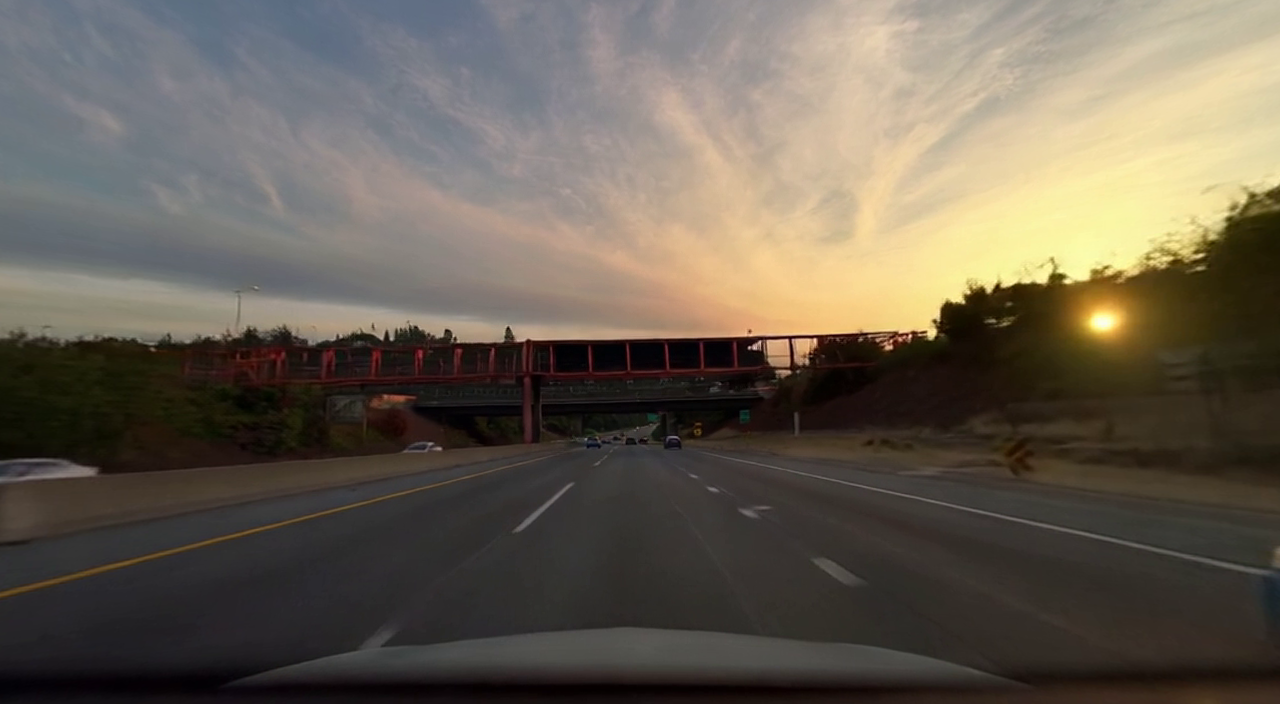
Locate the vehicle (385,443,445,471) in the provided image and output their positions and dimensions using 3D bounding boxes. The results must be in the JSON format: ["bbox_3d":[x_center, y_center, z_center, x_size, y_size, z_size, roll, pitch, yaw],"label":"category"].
[{"bbox_3d":[-13.071,6.077,36.842,1.885,1.481,4.510,0,-8,-1],"label":"vehicle"}]
